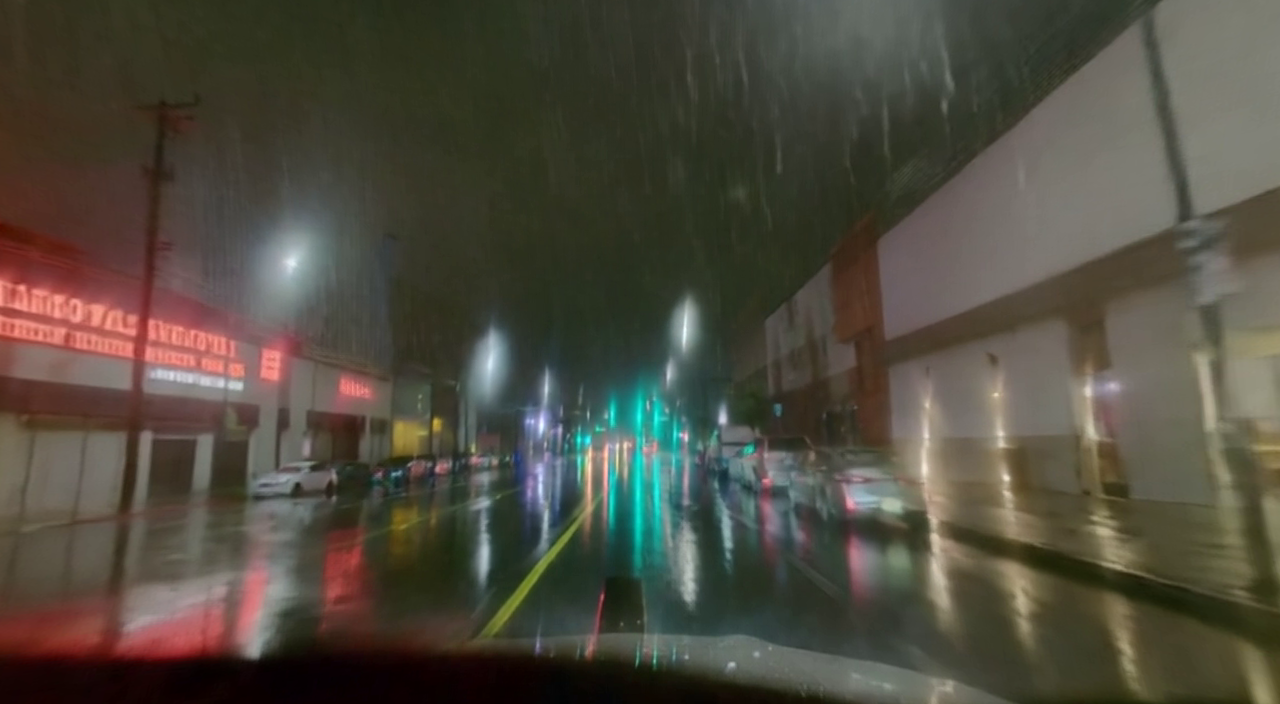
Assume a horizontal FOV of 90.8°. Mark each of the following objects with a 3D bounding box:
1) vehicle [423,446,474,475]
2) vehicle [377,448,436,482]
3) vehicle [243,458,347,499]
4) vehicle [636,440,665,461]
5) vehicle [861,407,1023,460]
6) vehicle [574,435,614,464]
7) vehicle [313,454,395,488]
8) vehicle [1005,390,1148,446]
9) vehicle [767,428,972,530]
[{"bbox_3d":[-14.906,8.426,49.435,2.124,1.835,5.450,-7,-8,0],"label":"vehicle"},{"bbox_3d":[-14.945,7.235,40.739,2.020,1.695,4.629,-7,-8,-2],"label":"vehicle"},{"bbox_3d":[-15.090,5.507,27.988,1.883,1.493,4.880,-1,-8,0],"label":"vehicle"},{"bbox_3d":[0.752,7.431,47.779,2.099,1.470,4.270,0,-9,0],"label":"vehicle"},{"bbox_3d":[12.853,3.527,27.177,5.603,1.659,2.393,-5,-9,-3],"label":"vehicle"},{"bbox_3d":[-3.010,6.563,42.556,2.348,1.831,4.737,0,-9,0],"label":"vehicle"},{"bbox_3d":[-15.113,6.302,33.742,2.076,1.518,4.981,-2,-8,0],"label":"vehicle"},{"bbox_3d":[18.910,2.907,27.559,4.515,2.066,2.070,-3,-9,0],"label":"vehicle"},{"bbox_3d":[3.971,2.297,12.087,2.042,1.487,5.033,1,-9,0],"label":"vehicle"}]
